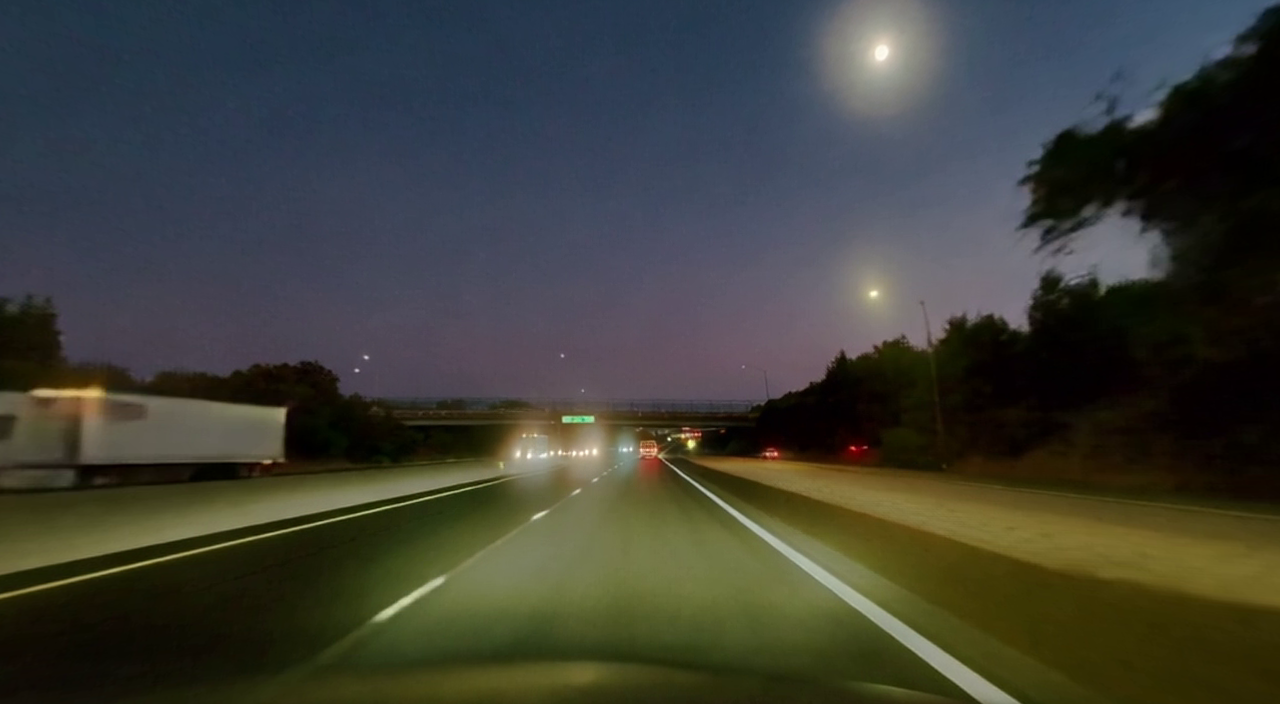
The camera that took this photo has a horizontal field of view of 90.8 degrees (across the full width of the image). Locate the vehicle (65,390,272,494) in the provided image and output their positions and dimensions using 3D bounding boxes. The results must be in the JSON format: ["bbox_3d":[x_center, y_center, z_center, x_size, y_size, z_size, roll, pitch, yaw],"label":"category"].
[{"bbox_3d":[-21.030,4.218,29.106,2.840,4.071,8.380,0,-9,0],"label":"vehicle"}]

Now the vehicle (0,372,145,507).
[{"bbox_3d":[-21.039,2.720,19.529,2.990,4.070,10.171,0,-9,0],"label":"vehicle"}]
